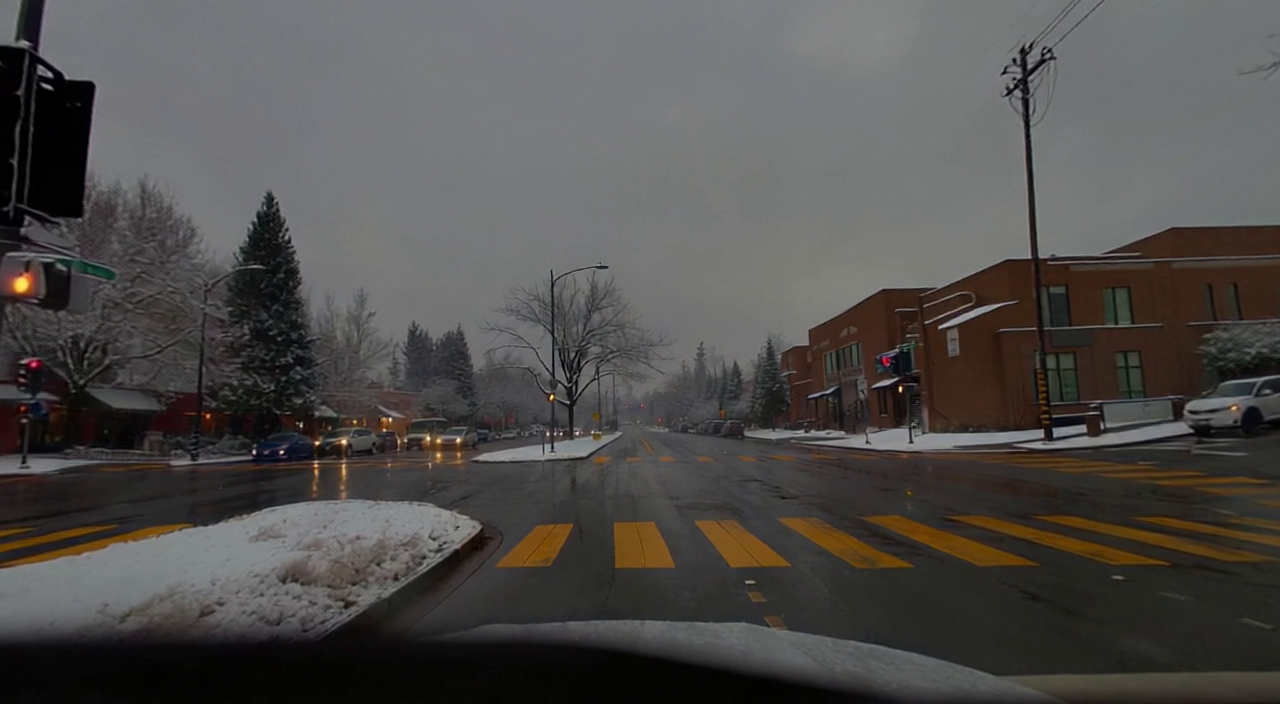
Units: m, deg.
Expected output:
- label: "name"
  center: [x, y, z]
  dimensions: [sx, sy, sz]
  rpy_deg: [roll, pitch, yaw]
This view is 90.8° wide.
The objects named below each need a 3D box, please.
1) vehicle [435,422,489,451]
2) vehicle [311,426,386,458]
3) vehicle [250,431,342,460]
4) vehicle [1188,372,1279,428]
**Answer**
- label: "vehicle"
  center: [-11.695, 5.627, 41.870]
  dimensions: [2.118, 1.809, 4.591]
  rpy_deg: [0, -8, 2]
- label: "vehicle"
  center: [-18.245, 5.667, 39.863]
  dimensions: [2.225, 1.871, 5.189]
  rpy_deg: [0, -8, 0]
- label: "vehicle"
  center: [-18.045, 4.964, 33.532]
  dimensions: [1.939, 1.430, 5.533]
  rpy_deg: [0, -8, -2]
- label: "vehicle"
  center: [22.378, 1.621, 22.236]
  dimensions: [4.531, 1.753, 1.964]
  rpy_deg: [-2, -2, -5]
